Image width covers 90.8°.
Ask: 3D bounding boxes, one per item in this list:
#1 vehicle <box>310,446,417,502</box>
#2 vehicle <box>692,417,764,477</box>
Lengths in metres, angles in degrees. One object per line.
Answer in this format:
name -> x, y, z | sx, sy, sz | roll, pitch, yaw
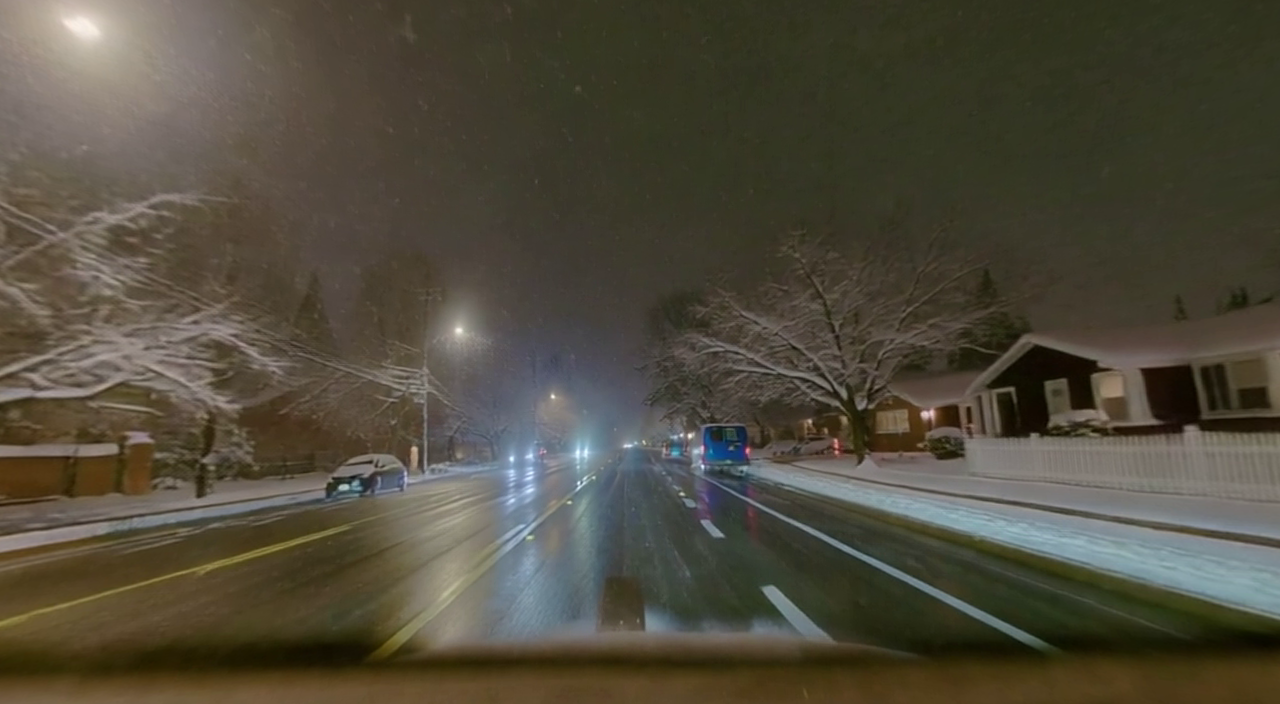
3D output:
vehicle -> -11.248, 4.921, 26.135 | 2.301, 1.855, 4.983 | -5, -8, -2
vehicle -> 3.882, 4.390, 29.165 | 2.459, 2.452, 5.731 | 1, -8, -1
